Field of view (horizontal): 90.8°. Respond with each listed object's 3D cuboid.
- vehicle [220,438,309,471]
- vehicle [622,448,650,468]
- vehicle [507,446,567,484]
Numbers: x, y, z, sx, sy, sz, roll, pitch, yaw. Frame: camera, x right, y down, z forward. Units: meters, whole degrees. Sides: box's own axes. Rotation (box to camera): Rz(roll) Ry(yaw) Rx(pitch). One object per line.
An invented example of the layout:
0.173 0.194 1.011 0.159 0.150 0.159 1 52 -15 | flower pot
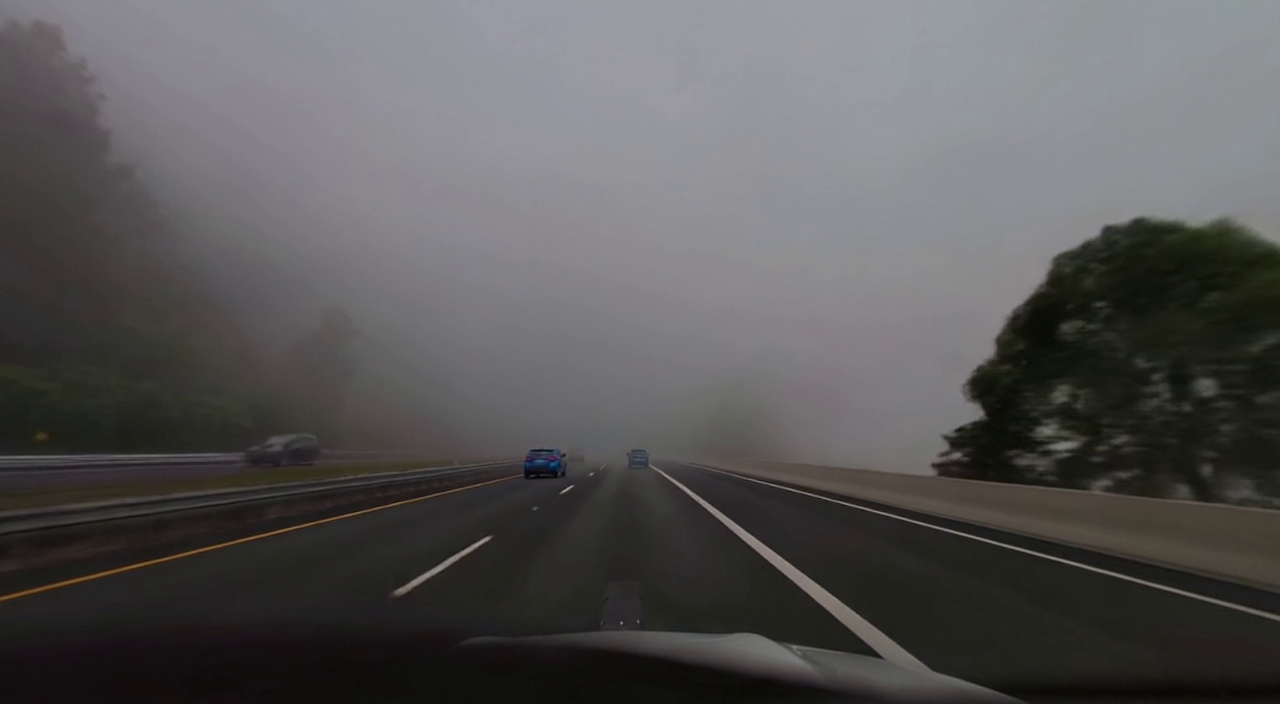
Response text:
-18.248 5.005 30.877 1.836 1.491 4.176 0 -9 -1 | vehicle
-0.325 7.989 47.733 2.031 1.483 3.417 0 -9 -2 | vehicle
-4.464 4.962 28.085 1.957 1.499 4.965 0 -9 -1 | vehicle
